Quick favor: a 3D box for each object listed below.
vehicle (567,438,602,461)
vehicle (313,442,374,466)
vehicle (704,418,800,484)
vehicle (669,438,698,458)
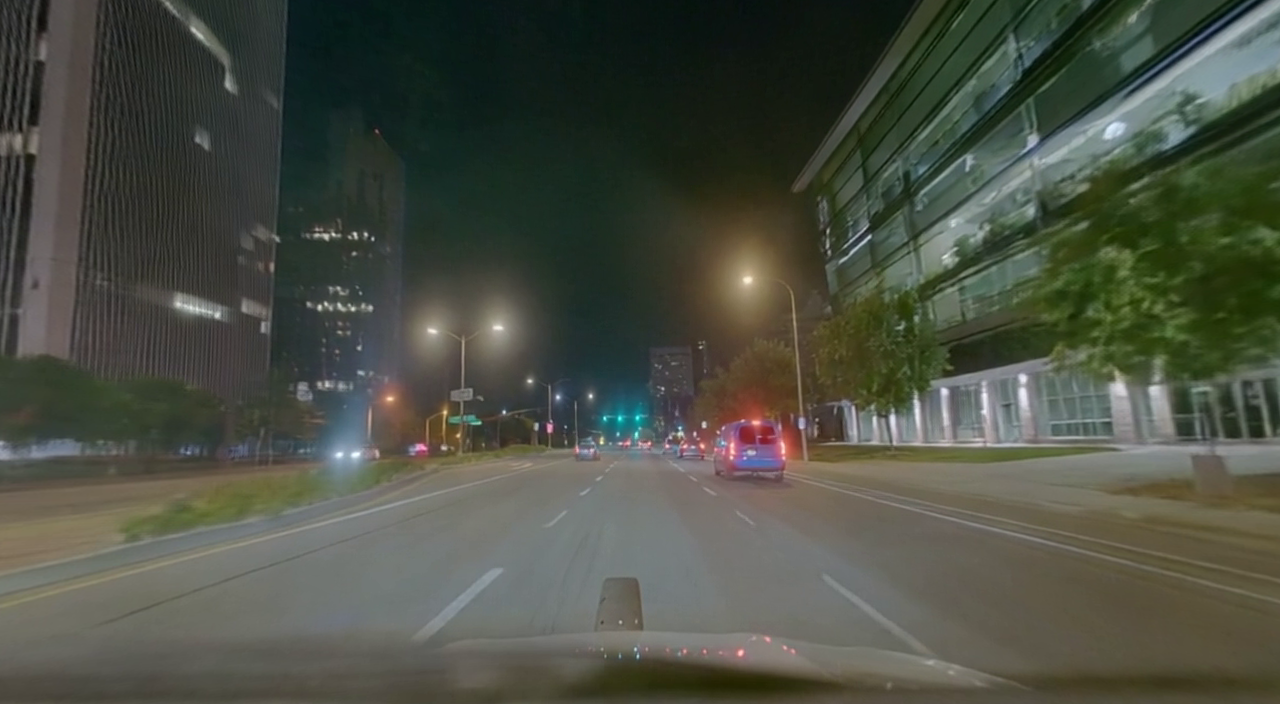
[{"bbox_3d":[-3.598,6.445,41.639,1.864,1.464,4.195,0,-8,1],"label":"vehicle"},{"bbox_3d":[-19.906,6.842,42.444,1.836,1.512,4.493,0,-8,1],"label":"vehicle"},{"bbox_3d":[3.531,3.262,20.961,2.200,1.914,5.145,0,-8,-1],"label":"vehicle"},{"bbox_3d":[3.398,7.554,49.497,1.867,1.493,4.190,0,-8,-1],"label":"vehicle"}]
